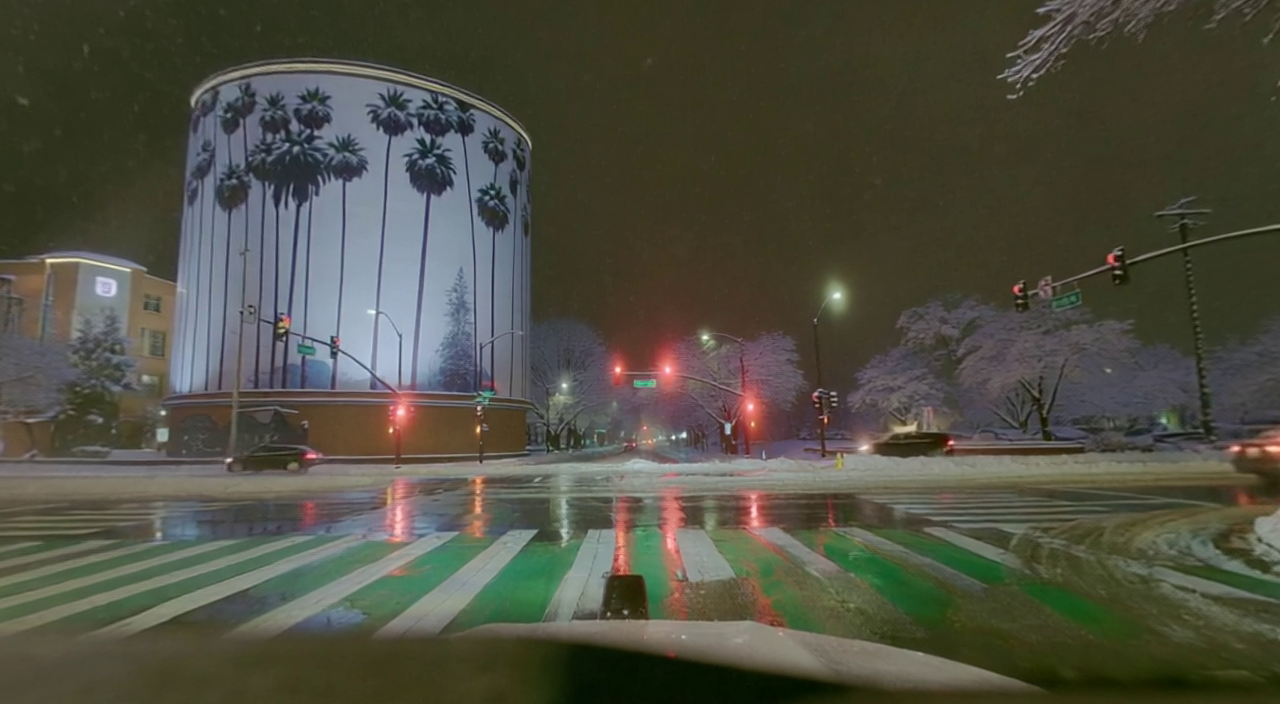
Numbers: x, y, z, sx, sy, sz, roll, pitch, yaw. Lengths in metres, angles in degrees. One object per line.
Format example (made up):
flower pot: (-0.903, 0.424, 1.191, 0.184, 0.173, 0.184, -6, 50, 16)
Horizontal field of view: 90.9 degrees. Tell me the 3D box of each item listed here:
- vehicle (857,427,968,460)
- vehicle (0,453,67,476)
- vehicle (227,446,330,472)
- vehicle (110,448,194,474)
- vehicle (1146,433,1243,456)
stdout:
vehicle: (15.944, 5.385, 37.104, 5.477, 1.880, 2.125, 0, -8, 1)
vehicle: (-41.633, 7.607, 42.794, 3.698, 1.508, 1.779, 0, -8, 1)
vehicle: (-21.178, 6.287, 37.013, 4.893, 1.458, 1.791, 0, -8, -1)
vehicle: (-33.060, 7.400, 42.779, 4.136, 1.661, 1.857, 0, -8, 0)
vehicle: (36.186, 6.026, 41.225, 4.606, 1.449, 1.687, 0, -8, 2)
